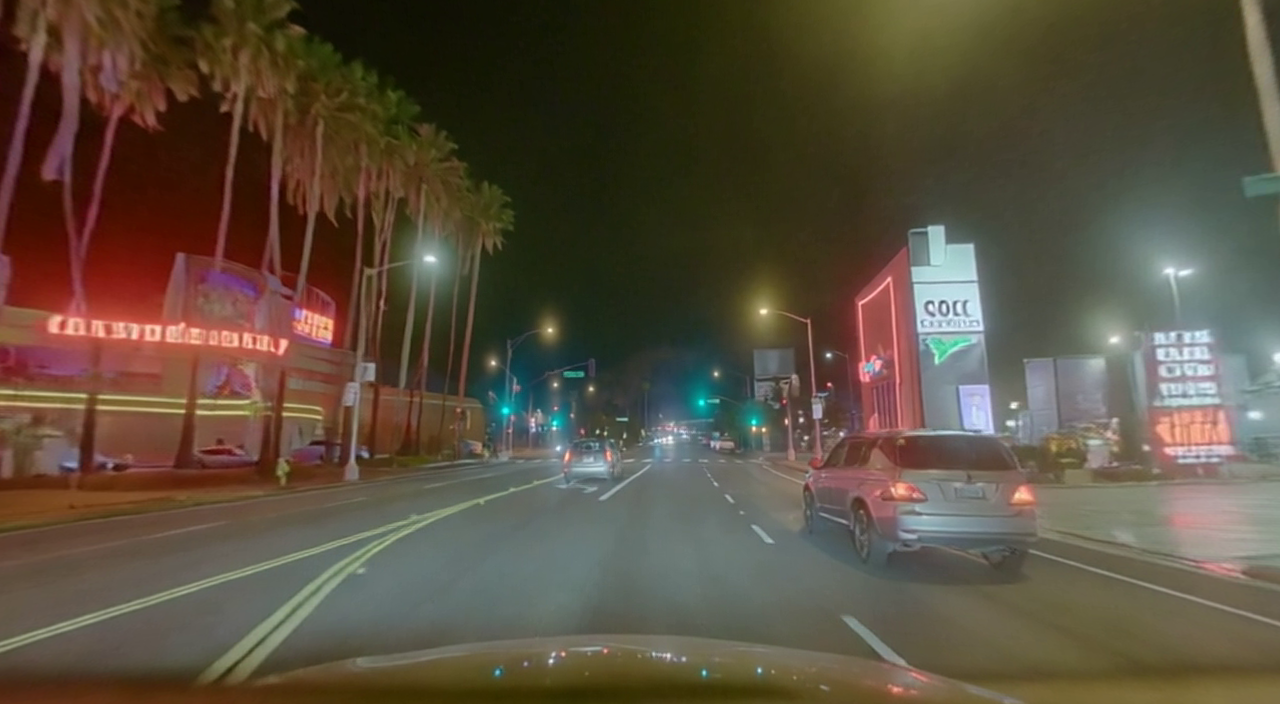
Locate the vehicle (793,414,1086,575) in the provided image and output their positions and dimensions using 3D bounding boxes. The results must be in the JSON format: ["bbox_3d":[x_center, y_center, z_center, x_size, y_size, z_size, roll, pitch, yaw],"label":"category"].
[{"bbox_3d":[3.649,1.807,8.815,1.983,1.654,4.354,0,-8,1],"label":"vehicle"}]

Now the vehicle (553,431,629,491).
[{"bbox_3d":[-1.415,3.401,20.109,2.063,1.664,4.471,0,-8,0],"label":"vehicle"}]

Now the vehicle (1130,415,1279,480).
[{"bbox_3d":[16.567,2.756,18.372,4.380,1.659,1.930,4,-9,-28],"label":"vehicle"}]

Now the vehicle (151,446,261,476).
[{"bbox_3d":[-23.989,6.006,35.145,1.800,1.462,4.752,-4,-9,23],"label":"vehicle"}]
